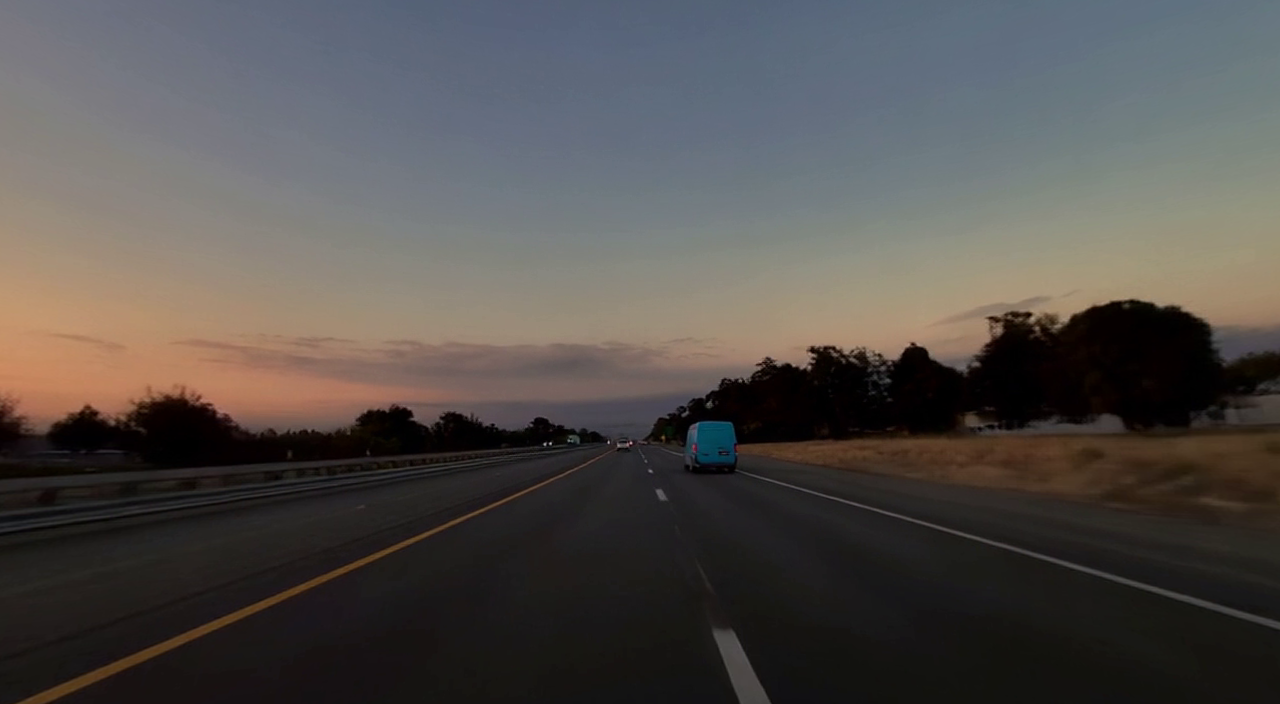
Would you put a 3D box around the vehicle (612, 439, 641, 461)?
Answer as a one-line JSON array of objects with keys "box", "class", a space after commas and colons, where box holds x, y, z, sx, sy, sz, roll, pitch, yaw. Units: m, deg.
[{"box": [-0.934, 6.937, 44.858, 2.005, 1.466, 3.739, -1, -8, 0], "class": "vehicle"}]

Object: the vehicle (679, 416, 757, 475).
[{"box": [2.879, 3.605, 24.485, 2.269, 2.048, 4.679, 0, -8, -2], "class": "vehicle"}]
